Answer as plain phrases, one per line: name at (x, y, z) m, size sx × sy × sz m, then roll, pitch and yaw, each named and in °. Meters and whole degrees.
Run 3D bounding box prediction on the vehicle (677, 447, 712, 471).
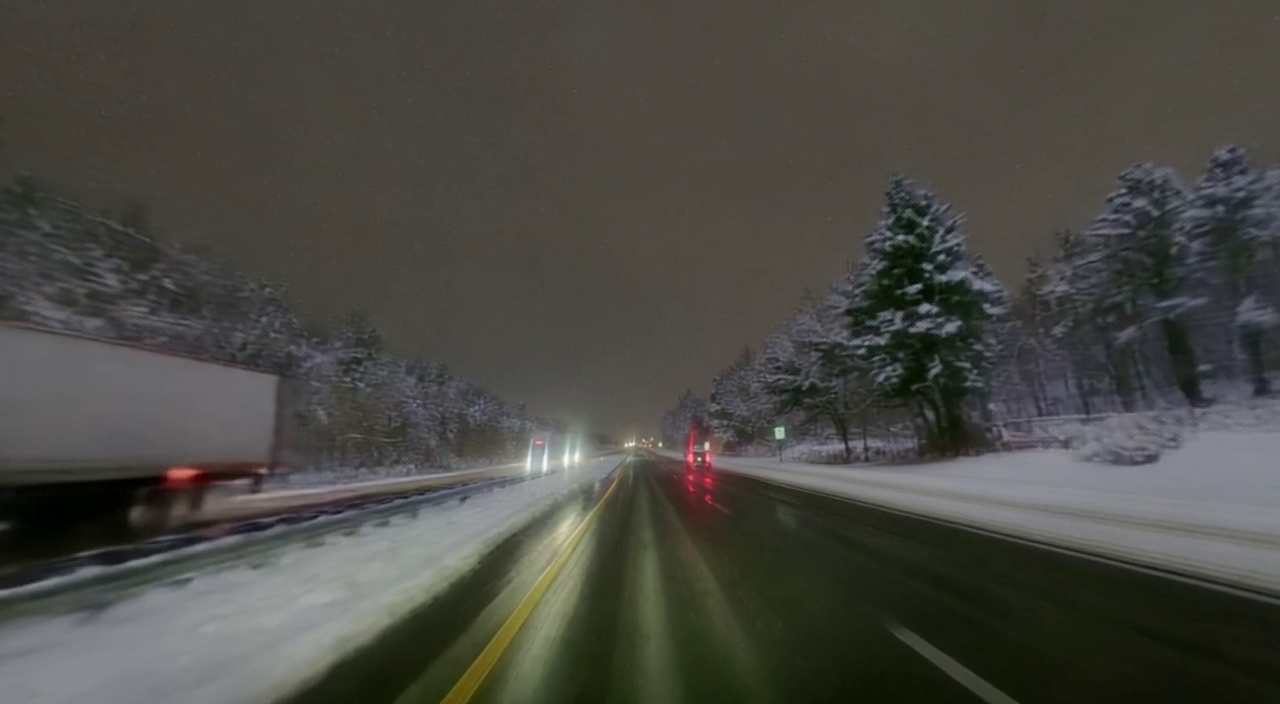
vehicle at (3.697, 7.357, 43.599) m, size 2.013 × 1.584 × 3.995 m, roll 0°, pitch -9°, yaw -1°
